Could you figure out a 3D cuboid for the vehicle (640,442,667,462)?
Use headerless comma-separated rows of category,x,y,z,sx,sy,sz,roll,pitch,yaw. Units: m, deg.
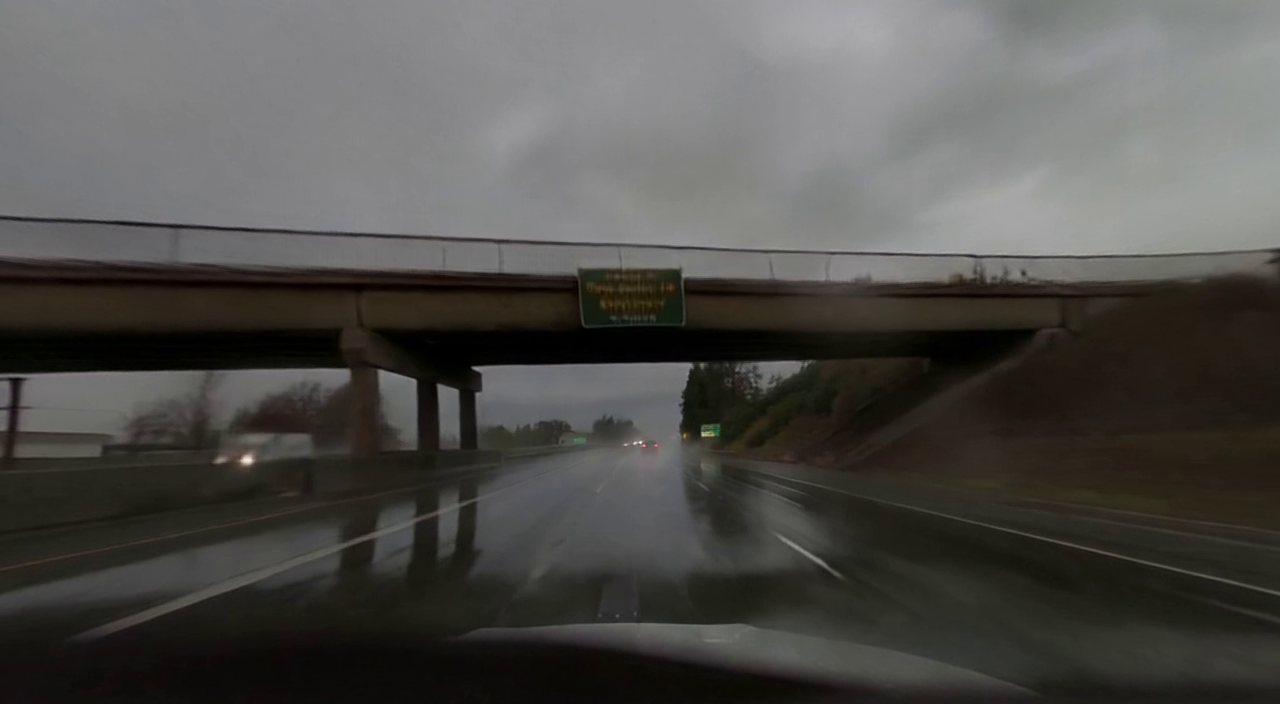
vehicle,1.015,7.747,49.075,1.970,1.477,4.158,0,-8,0

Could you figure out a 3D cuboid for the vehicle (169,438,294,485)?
vehicle,-15.052,4.020,23.561,1.806,1.563,3.887,-1,-8,6
